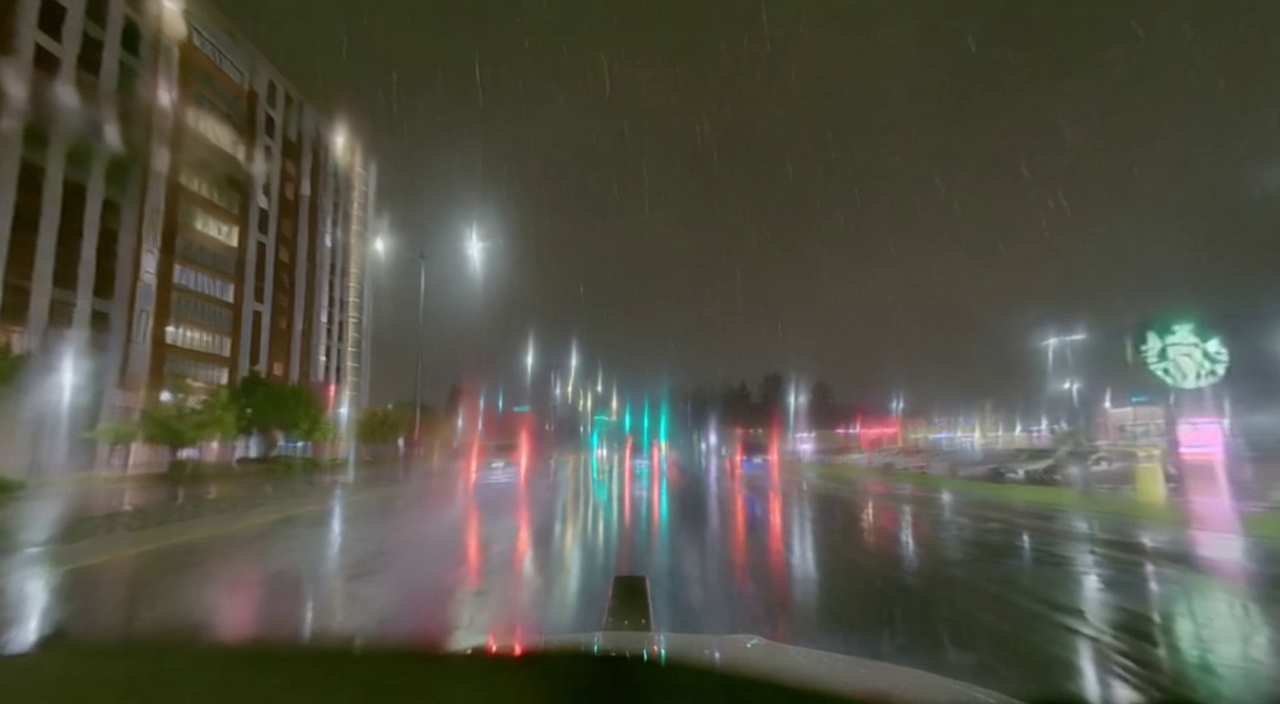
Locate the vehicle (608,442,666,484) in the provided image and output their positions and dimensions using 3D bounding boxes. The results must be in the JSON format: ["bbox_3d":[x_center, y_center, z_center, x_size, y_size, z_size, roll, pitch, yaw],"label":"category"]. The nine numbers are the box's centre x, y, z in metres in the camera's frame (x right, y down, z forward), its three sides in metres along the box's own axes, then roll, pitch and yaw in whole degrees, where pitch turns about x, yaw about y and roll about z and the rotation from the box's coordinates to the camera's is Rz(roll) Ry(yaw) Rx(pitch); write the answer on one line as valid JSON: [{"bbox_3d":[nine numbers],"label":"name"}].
[{"bbox_3d":[-0.077,4.197,24.185,2.059,1.477,3.988,0,-8,1],"label":"vehicle"}]

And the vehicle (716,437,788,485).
[{"bbox_3d":[4.218,4.189,24.447,2.007,1.683,4.171,0,-8,0],"label":"vehicle"}]

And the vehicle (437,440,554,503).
[{"bbox_3d":[-3.763,3.192,17.369,2.029,1.482,4.591,0,-8,1],"label":"vehicle"}]

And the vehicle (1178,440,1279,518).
[{"bbox_3d":[13.901,2.637,13.401,3.926,1.479,1.943,3,-9,-20],"label":"vehicle"}]
